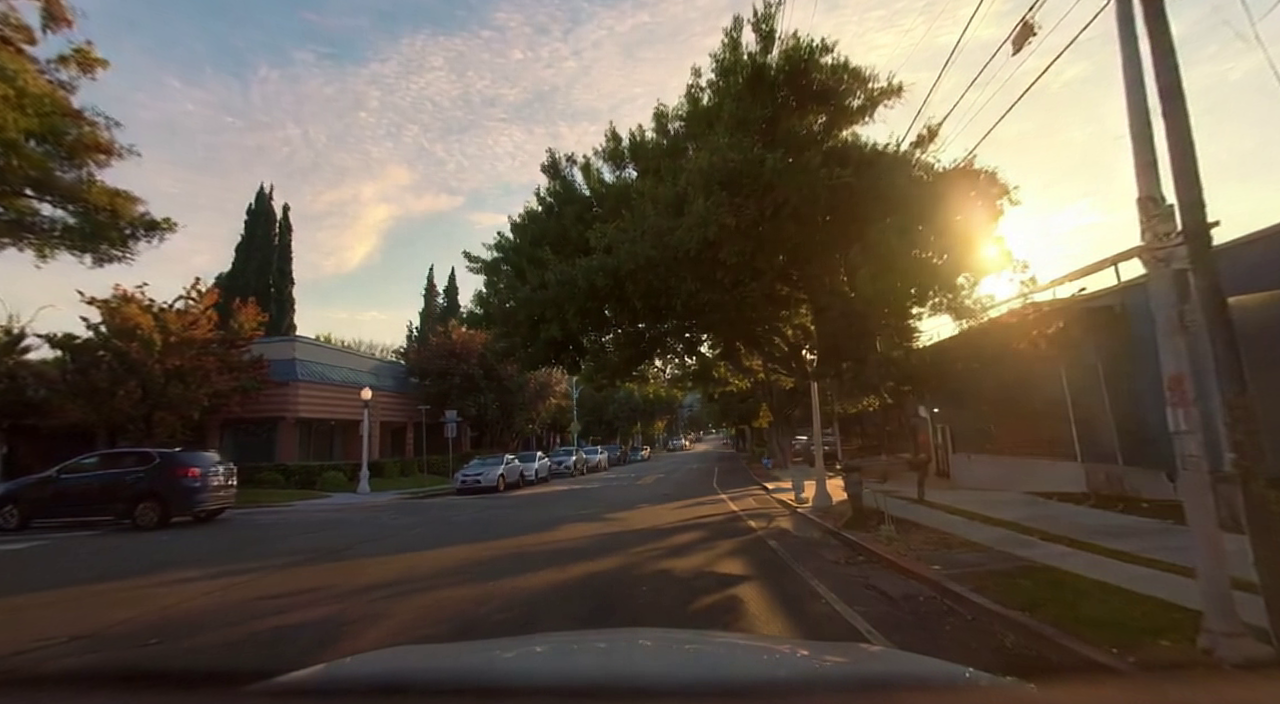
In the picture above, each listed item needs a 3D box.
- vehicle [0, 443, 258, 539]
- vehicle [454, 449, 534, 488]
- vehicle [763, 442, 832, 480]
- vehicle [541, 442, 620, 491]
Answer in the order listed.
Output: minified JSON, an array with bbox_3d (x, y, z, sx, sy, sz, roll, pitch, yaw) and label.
[{"bbox_3d":[-9.984,2.555,11.952,4.106,1.620,2.065,0,-9,-1],"label":"vehicle"},{"bbox_3d":[-6.060,4.870,26.807,1.968,1.443,4.358,-1,-8,6],"label":"vehicle"},{"bbox_3d":[6.703,4.689,27.415,1.918,1.461,4.419,0,-9,1],"label":"vehicle"},{"bbox_3d":[-2.139,4.304,24.144,2.110,1.651,4.410,-1,-9,7],"label":"vehicle"}]
